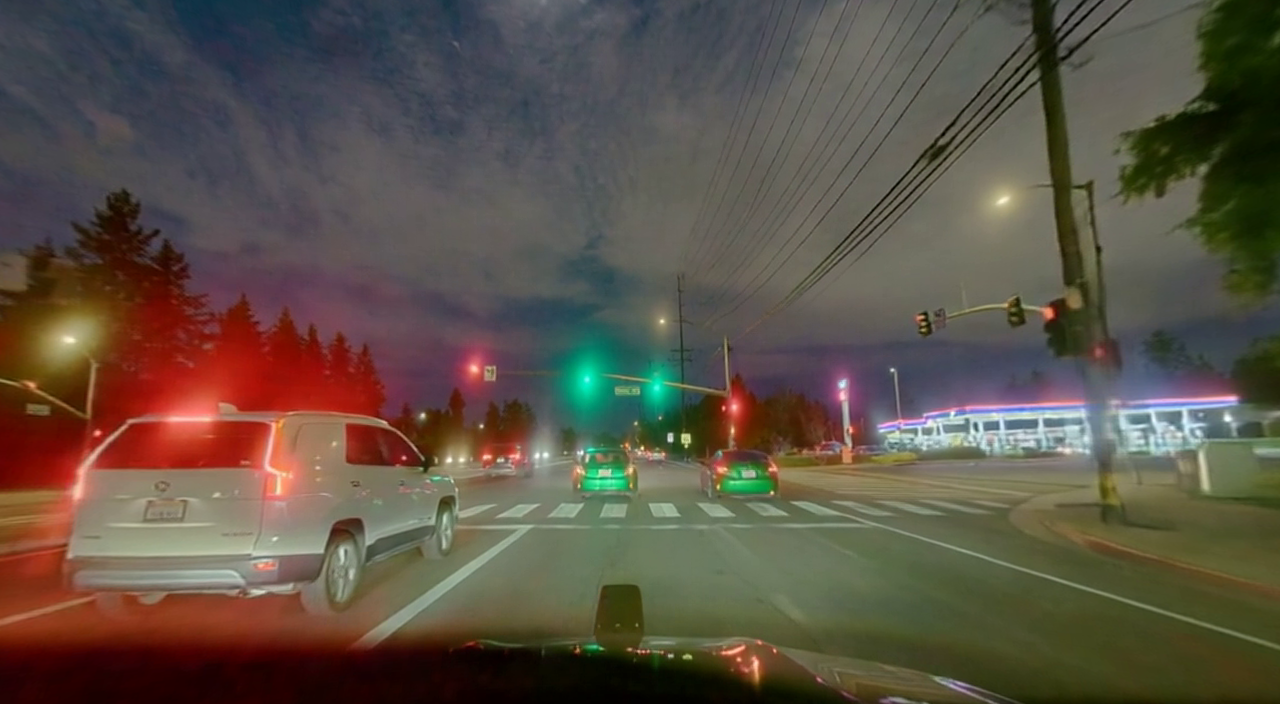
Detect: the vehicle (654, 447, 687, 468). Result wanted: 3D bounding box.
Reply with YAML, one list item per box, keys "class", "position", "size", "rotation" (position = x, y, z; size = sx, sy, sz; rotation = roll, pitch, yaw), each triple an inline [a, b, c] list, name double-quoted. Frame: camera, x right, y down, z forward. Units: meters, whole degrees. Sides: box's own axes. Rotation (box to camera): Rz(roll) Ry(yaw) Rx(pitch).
- class: "vehicle"
  position: [2.155, 7.708, 46.262]
  size: [2.069, 1.464, 4.599]
  rotation: [0, -9, -2]

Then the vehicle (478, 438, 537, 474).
- class: "vehicle"
  position: [-7.701, 6.115, 37.317]
  size: [2.385, 1.918, 5.056]
  rotation: [0, -9, 0]

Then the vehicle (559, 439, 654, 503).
- class: "vehicle"
  position: [-0.837, 3.068, 16.725]
  size: [2.189, 1.437, 4.135]
  rotation: [0, -9, -2]

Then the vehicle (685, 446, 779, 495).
- class: "vehicle"
  position: [2.629, 3.515, 19.216]
  size: [2.065, 1.302, 4.416]
  rotation: [0, -9, -2]

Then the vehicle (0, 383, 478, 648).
- class: "vehicle"
  position: [-3.159, 1.356, 6.289]
  size: [1.922, 1.642, 4.547]
  rotation: [0, -9, 0]

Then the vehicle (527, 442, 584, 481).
- class: "vehicle"
  position: [-3.633, 4.776, 27.833]
  size: [1.953, 1.530, 4.335]
  rotation: [0, -9, -1]
